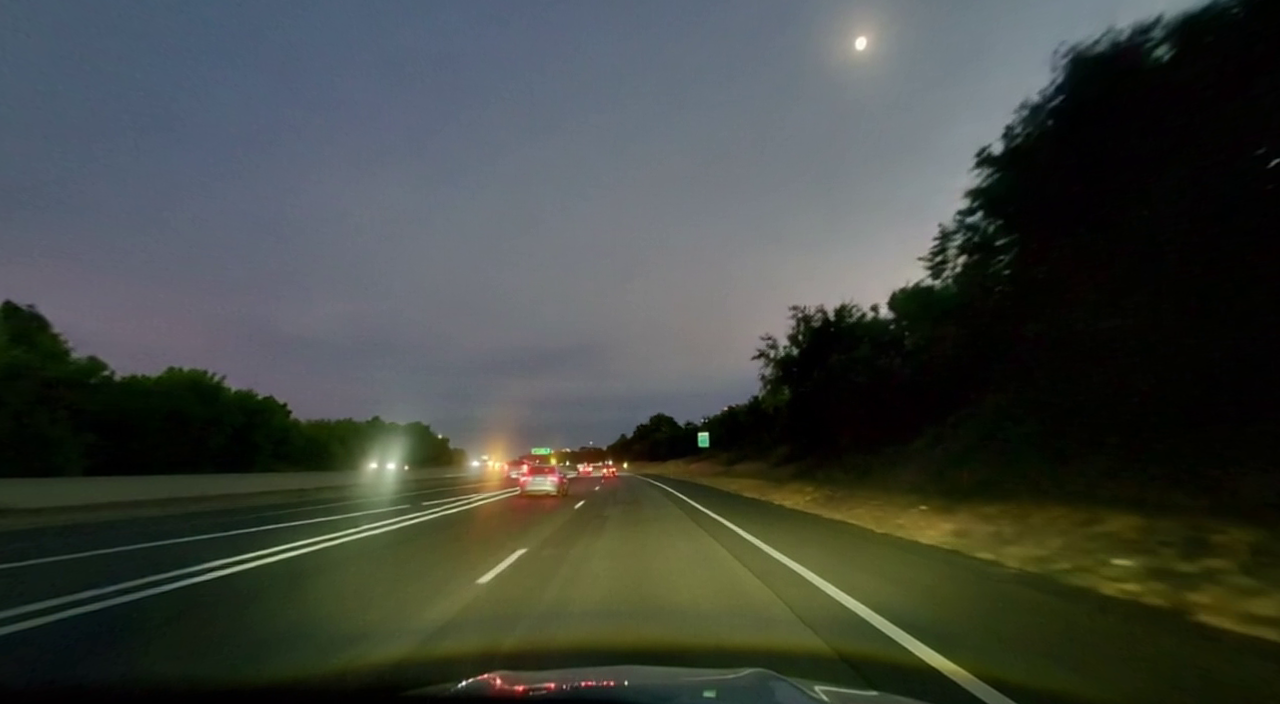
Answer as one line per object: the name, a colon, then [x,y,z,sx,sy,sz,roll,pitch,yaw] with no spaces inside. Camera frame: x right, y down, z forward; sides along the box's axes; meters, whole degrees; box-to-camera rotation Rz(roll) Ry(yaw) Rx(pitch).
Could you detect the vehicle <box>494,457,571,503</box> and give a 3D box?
vehicle: [-3.936,4.811,23.932,2.115,1.546,4.638,1,-10,0]
